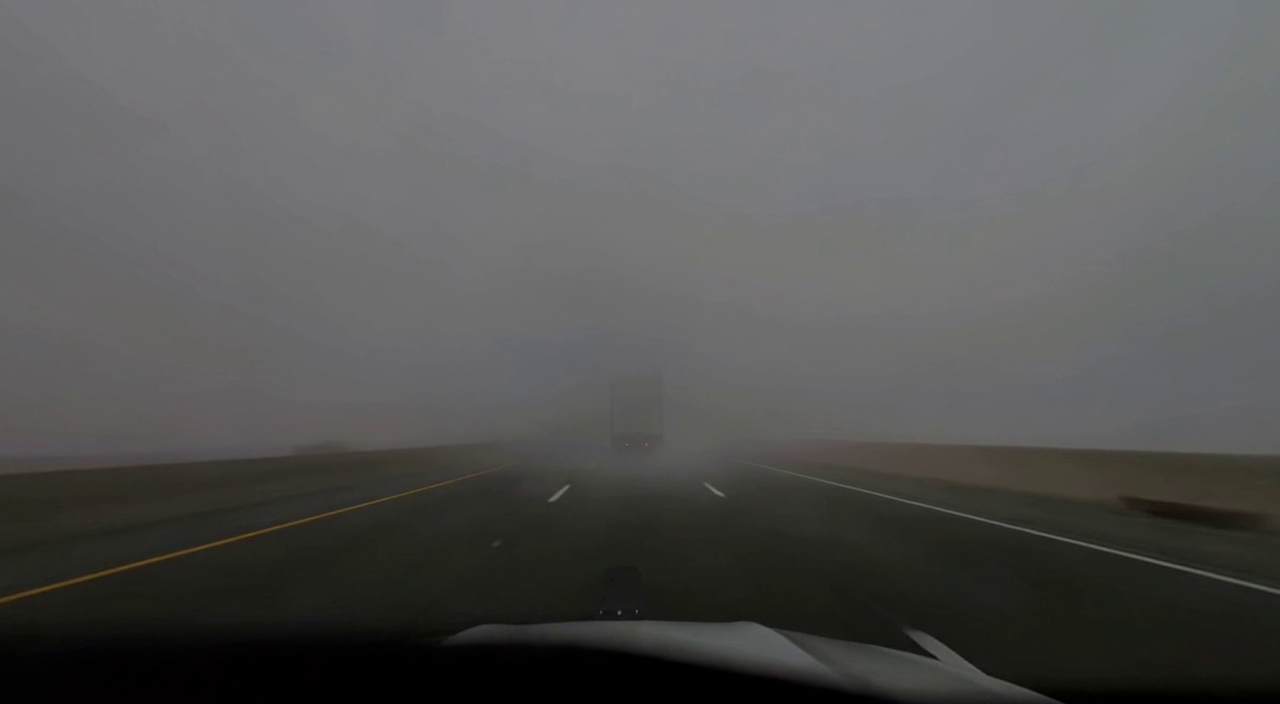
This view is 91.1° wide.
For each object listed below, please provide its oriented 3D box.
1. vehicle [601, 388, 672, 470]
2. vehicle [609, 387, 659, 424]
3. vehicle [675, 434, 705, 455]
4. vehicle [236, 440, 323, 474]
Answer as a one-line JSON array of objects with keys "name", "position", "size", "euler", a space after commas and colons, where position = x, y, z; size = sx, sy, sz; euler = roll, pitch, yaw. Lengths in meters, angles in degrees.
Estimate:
[{"name": "vehicle", "position": [-0.328, 4.058, 32.994], "size": [2.953, 3.406, 13.372], "euler": [1, -7, -2]}, {"name": "vehicle", "position": [-0.225, 2.476, 28.622], "size": [2.112, 1.472, 4.240], "euler": [0, -8, 1]}, {"name": "vehicle", "position": [3.752, 7.051, 47.954], "size": [1.910, 1.492, 4.324], "euler": [0, -8, 0]}, {"name": "vehicle", "position": [-17.685, 5.134, 31.103], "size": [1.822, 1.505, 4.281], "euler": [0, -8, -1]}]
